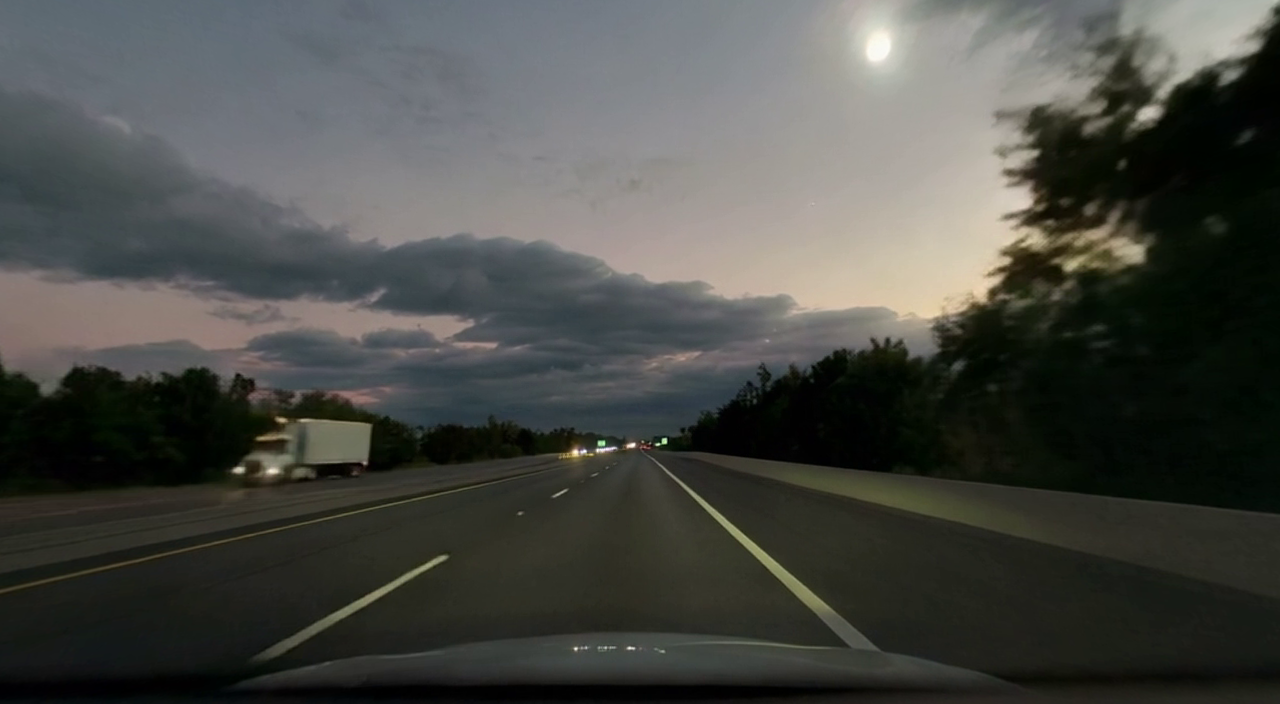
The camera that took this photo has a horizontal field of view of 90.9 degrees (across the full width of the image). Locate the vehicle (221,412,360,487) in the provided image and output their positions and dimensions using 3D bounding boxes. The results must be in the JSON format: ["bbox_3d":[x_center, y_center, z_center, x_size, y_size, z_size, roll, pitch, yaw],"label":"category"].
[{"bbox_3d":[-17.185,4.918,31.745,2.673,3.263,7.575,-1,-9,-1],"label":"vehicle"}]
